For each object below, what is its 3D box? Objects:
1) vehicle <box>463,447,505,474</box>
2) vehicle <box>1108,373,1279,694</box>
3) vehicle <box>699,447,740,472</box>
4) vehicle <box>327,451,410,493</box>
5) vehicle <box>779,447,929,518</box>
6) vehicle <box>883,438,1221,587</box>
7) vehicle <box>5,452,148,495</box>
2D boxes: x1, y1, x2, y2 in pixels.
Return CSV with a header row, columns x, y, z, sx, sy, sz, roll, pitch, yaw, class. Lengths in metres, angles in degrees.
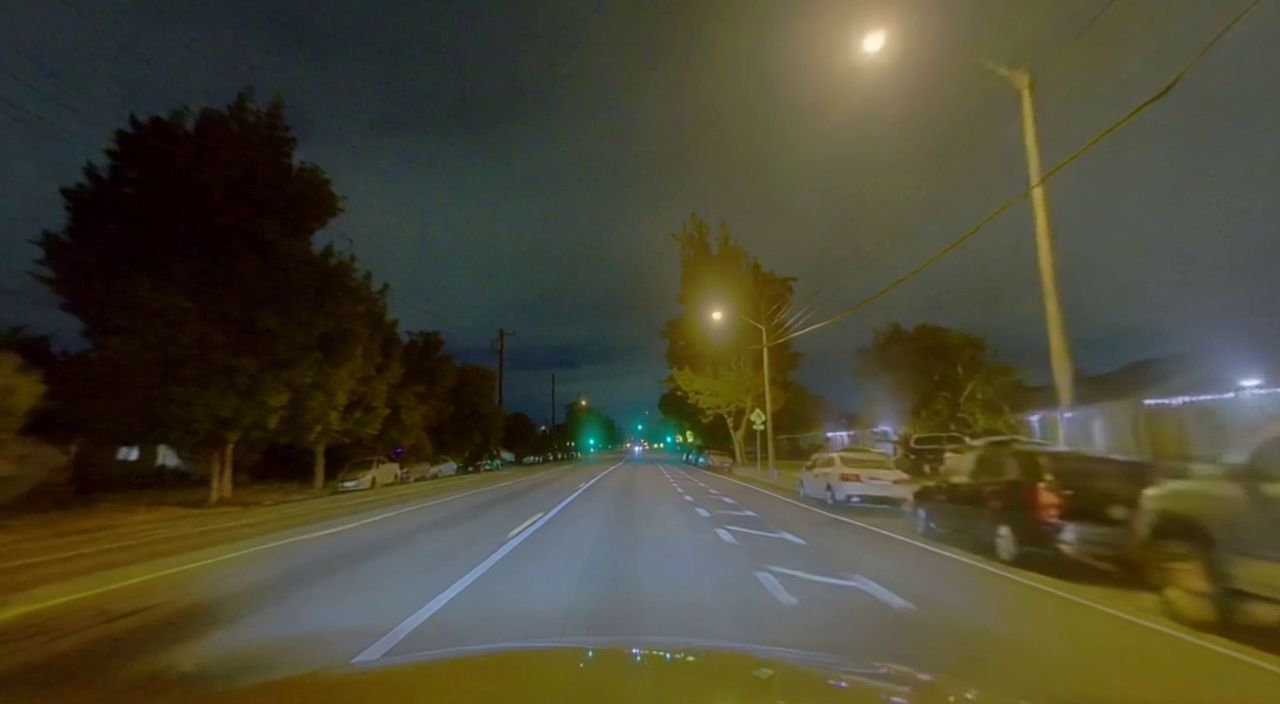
x,y,z,sx,sy,sz,roll,pitch,yaw,class
-12.235,8.489,49.605,2.116,1.875,4.675,-3,-9,0,vehicle
4.953,0.940,2.730,2.123,1.928,4.752,0,-9,0,vehicle
4.938,6.740,39.673,1.924,1.471,4.259,0,-9,-2,vehicle
-12.400,5.473,29.093,1.999,1.650,4.381,-3,-9,-1,vehicle
5.026,3.093,15.563,2.022,1.464,4.462,0,-9,-2,vehicle
5.232,2.040,8.888,1.879,1.561,4.224,0,-9,0,vehicle
-22.184,4.776,24.904,3.745,1.598,1.927,0,-9,-1,vehicle
